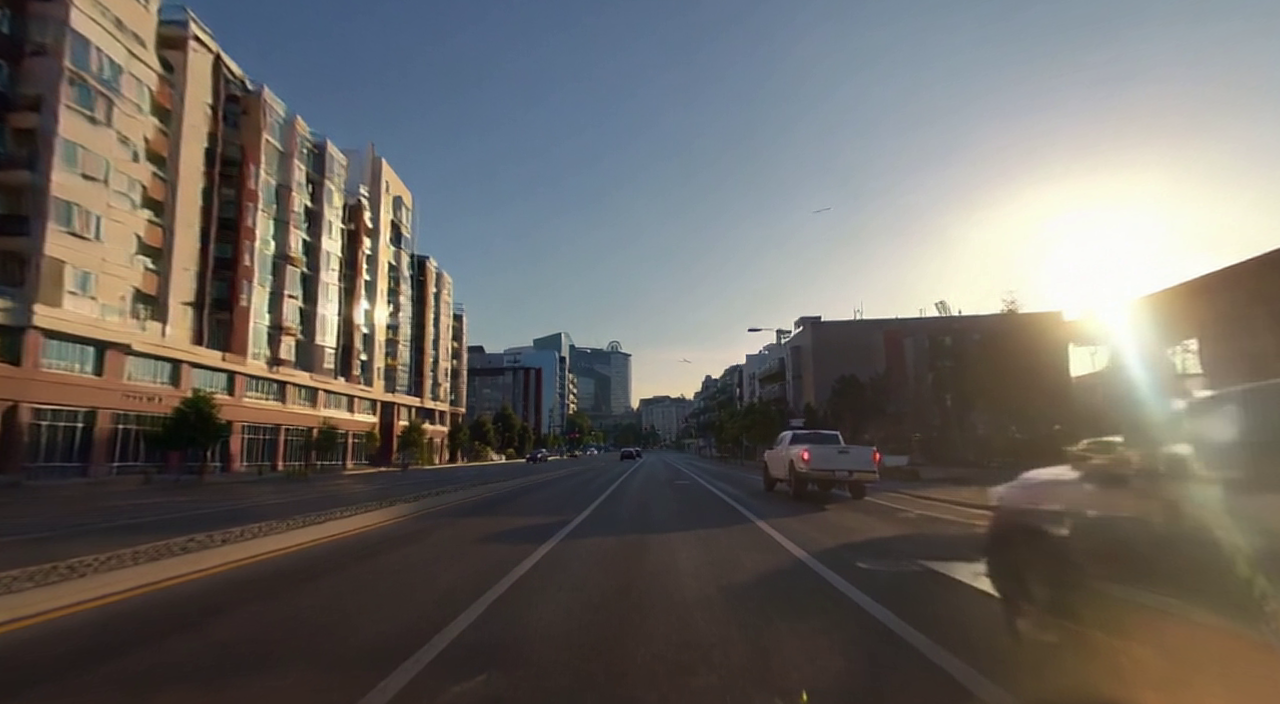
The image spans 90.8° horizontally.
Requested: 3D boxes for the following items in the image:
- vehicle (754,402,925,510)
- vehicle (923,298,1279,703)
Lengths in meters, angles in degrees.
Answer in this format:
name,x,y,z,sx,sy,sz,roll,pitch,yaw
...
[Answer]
name,x,y,z,sx,sy,sz,roll,pitch,yaw
vehicle,5.015,2.781,17.203,2.723,2.409,5.869,0,-9,0
vehicle,3.127,0.735,2.044,2.130,1.787,5.126,0,-9,1
